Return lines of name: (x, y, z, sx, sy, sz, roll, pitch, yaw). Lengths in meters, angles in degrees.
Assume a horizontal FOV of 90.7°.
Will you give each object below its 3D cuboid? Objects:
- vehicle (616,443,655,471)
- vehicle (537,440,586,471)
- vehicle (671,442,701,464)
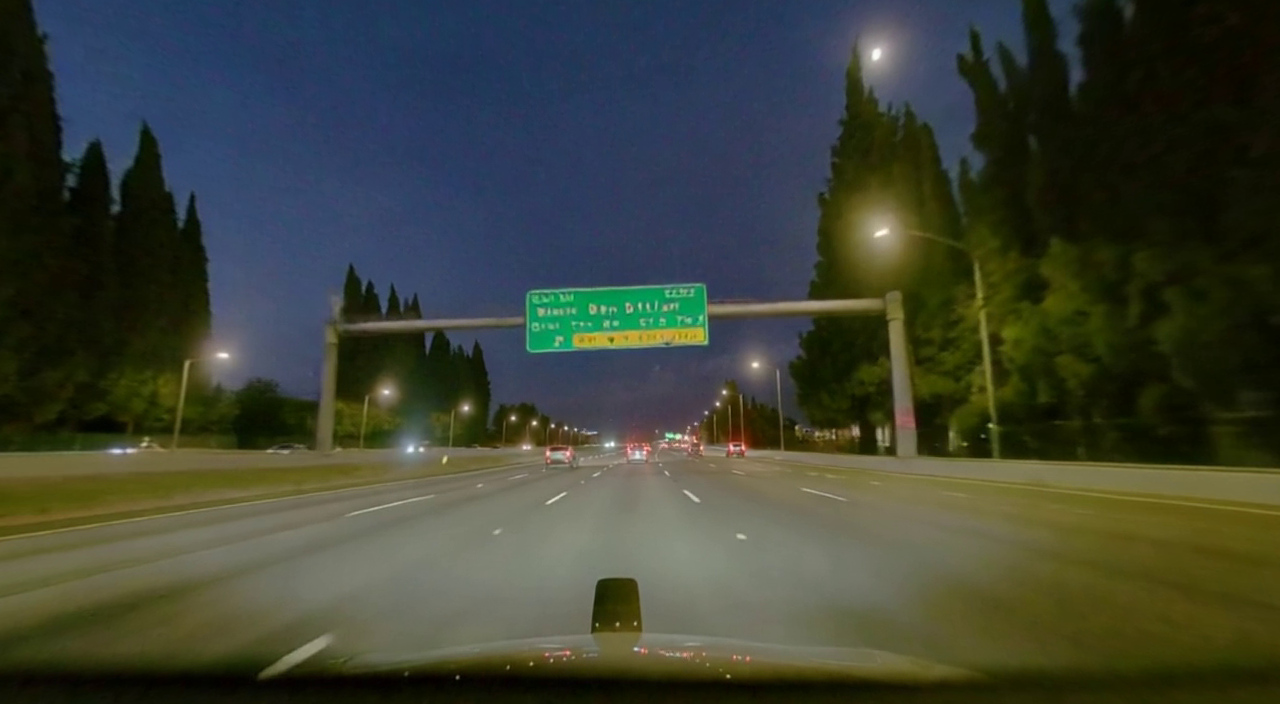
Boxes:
vehicle: (-0.237, 6.083, 36.750, 2.146, 1.485, 4.332, 0, -9, 0)
vehicle: (-4.589, 6.132, 37.494, 2.260, 1.706, 4.177, 0, -9, 1)
vehicle: (3.581, 7.917, 49.810, 2.084, 1.624, 3.935, 0, -9, 0)
